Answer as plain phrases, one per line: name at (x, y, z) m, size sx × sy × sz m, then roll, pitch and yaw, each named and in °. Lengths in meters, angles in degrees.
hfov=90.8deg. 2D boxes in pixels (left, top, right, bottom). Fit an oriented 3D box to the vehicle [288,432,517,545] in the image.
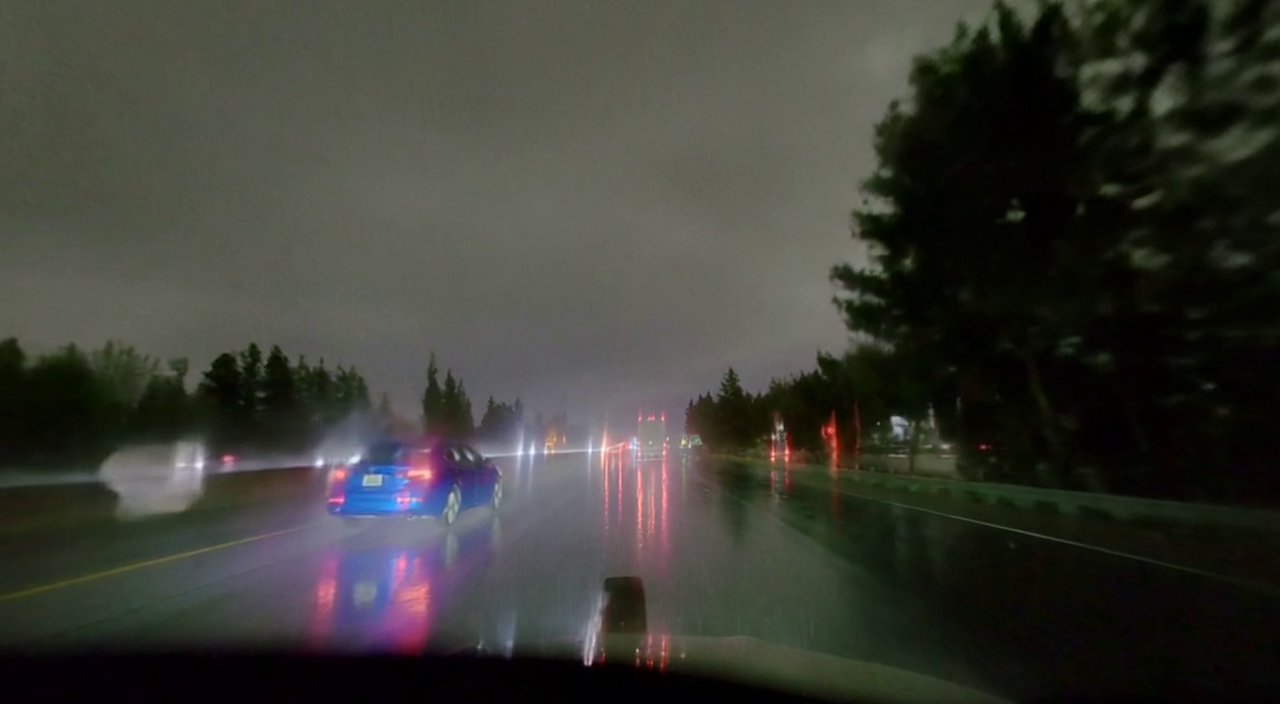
vehicle at (-3.768, 2.273, 11.219) m, size 1.999 × 1.533 × 4.870 m, roll -1°, pitch -9°, yaw 3°
